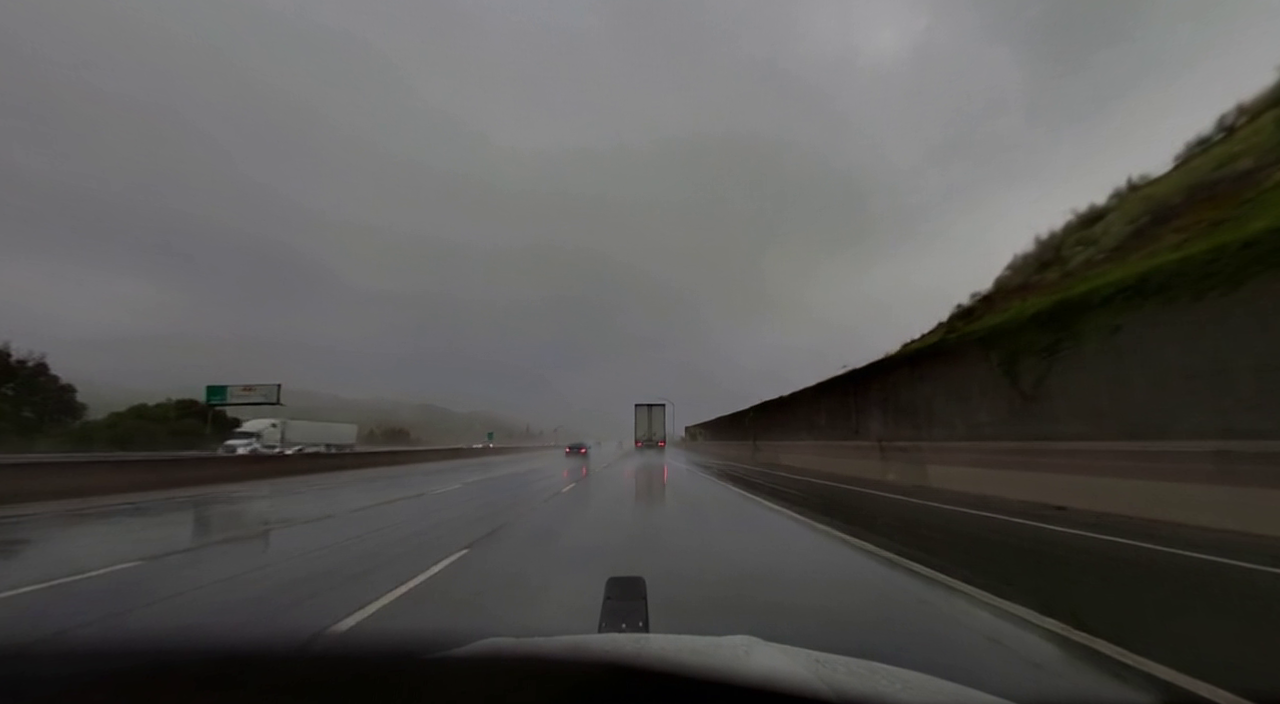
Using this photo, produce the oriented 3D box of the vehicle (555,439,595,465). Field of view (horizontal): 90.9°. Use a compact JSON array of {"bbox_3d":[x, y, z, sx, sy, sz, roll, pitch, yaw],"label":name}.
[{"bbox_3d":[-3.998,6.255,39.440,1.983,1.508,4.060,0,-9,1],"label":"vehicle"}]
